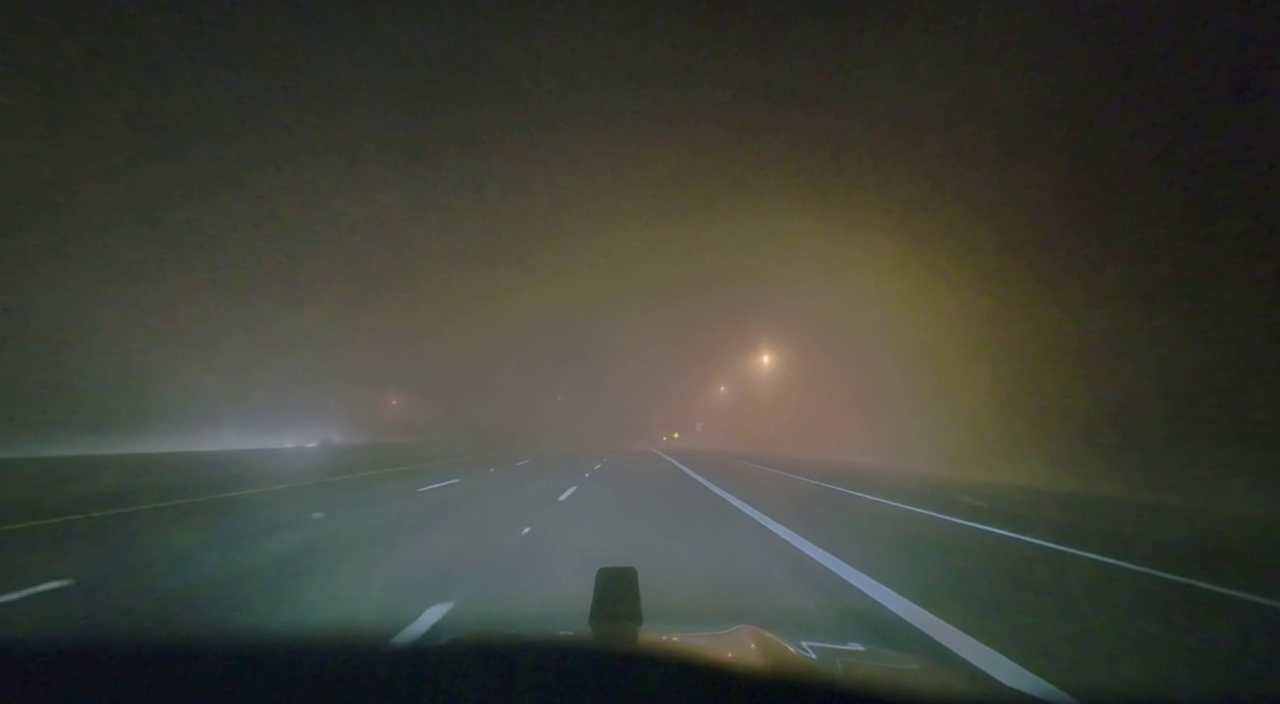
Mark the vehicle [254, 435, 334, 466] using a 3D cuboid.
[{"bbox_3d":[-18.957,5.385,34.702,1.879,1.544,4.542,0,-8,-1],"label":"vehicle"}]
